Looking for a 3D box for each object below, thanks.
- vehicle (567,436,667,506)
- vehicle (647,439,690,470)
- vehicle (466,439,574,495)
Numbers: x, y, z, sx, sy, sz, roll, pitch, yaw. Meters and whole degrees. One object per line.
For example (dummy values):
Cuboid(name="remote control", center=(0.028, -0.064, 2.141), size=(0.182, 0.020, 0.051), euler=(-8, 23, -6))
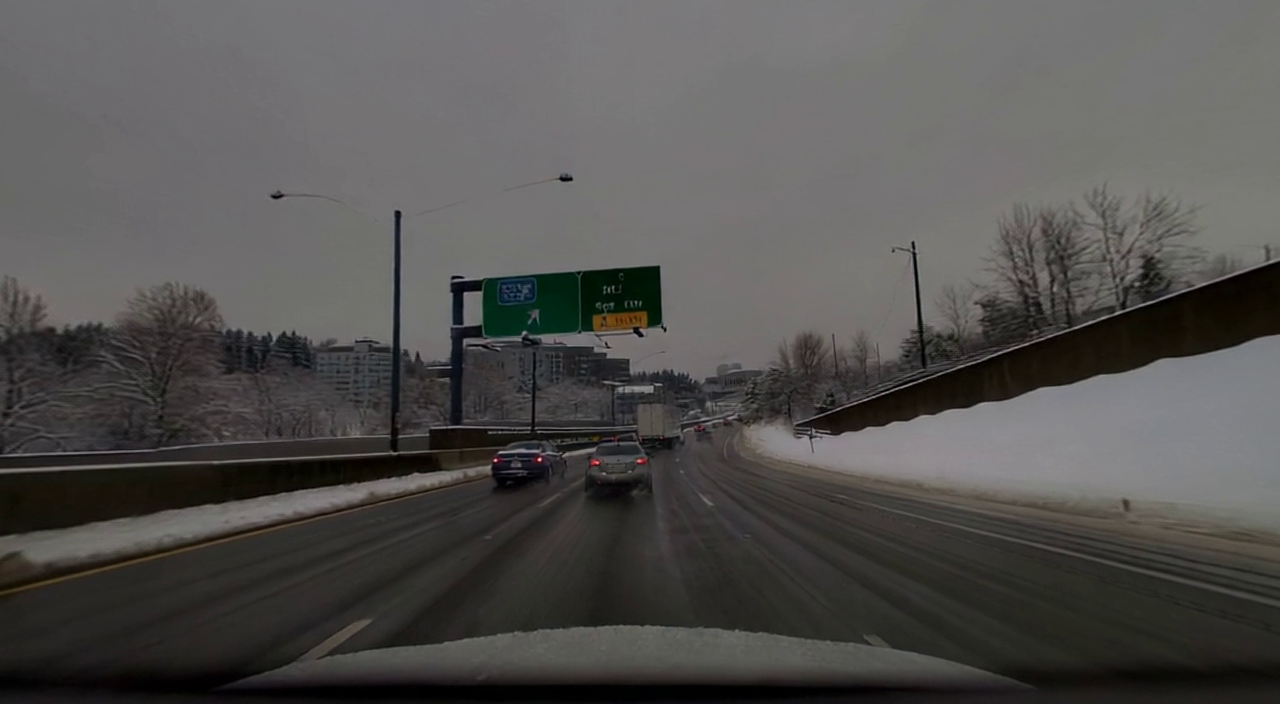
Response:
Cuboid(name="vehicle", center=(-0.437, 2.866, 15.568), size=(2.136, 1.470, 3.971), euler=(-1, -9, 2))
Cuboid(name="vehicle", center=(1.607, 6.019, 37.298), size=(2.166, 1.666, 4.618), euler=(0, -9, -2))
Cuboid(name="vehicle", center=(-3.467, 3.458, 19.385), size=(2.130, 1.474, 5.027), euler=(-1, -9, 2))
